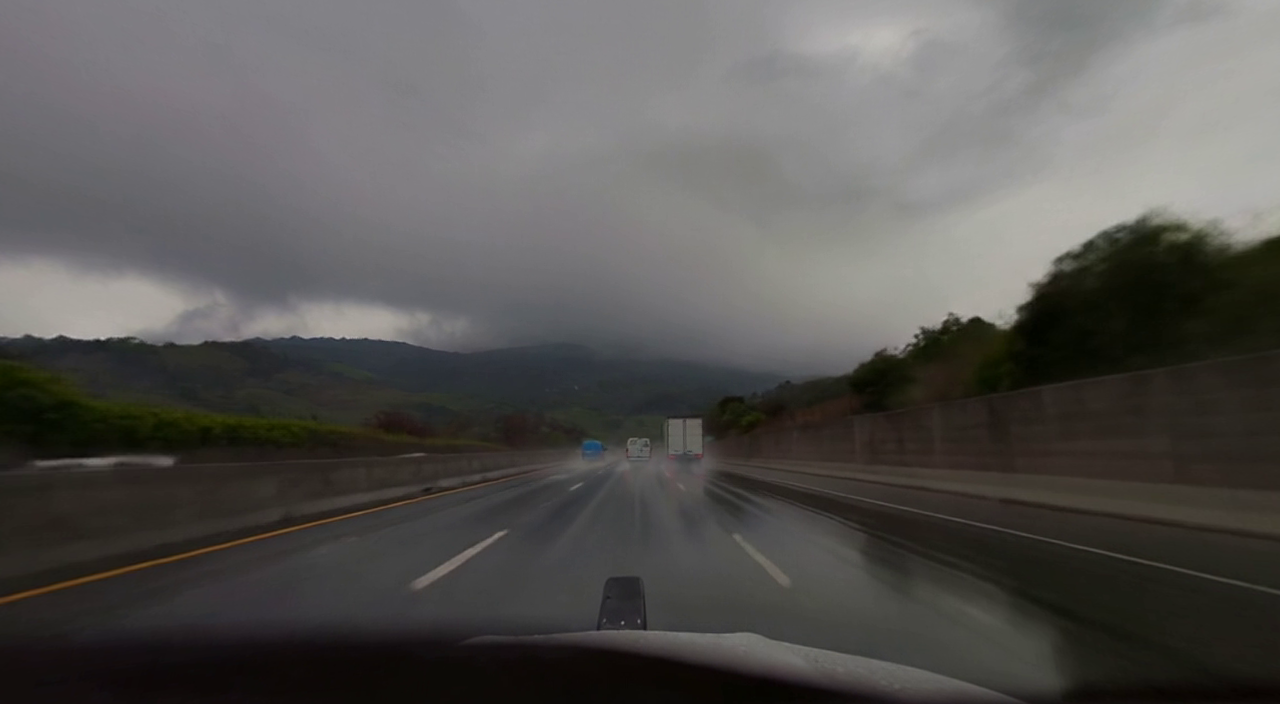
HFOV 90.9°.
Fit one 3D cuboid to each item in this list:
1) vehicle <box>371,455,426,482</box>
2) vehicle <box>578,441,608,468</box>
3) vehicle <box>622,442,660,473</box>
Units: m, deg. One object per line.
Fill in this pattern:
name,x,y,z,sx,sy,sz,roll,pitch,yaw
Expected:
vehicle,-16.116,7.763,42.263,1.887,1.653,4.289,0,-9,1
vehicle,-3.665,8.054,49.717,1.955,2.004,4.792,0,-9,1
vehicle,0.061,6.526,39.029,2.166,1.747,4.299,0,-9,0
